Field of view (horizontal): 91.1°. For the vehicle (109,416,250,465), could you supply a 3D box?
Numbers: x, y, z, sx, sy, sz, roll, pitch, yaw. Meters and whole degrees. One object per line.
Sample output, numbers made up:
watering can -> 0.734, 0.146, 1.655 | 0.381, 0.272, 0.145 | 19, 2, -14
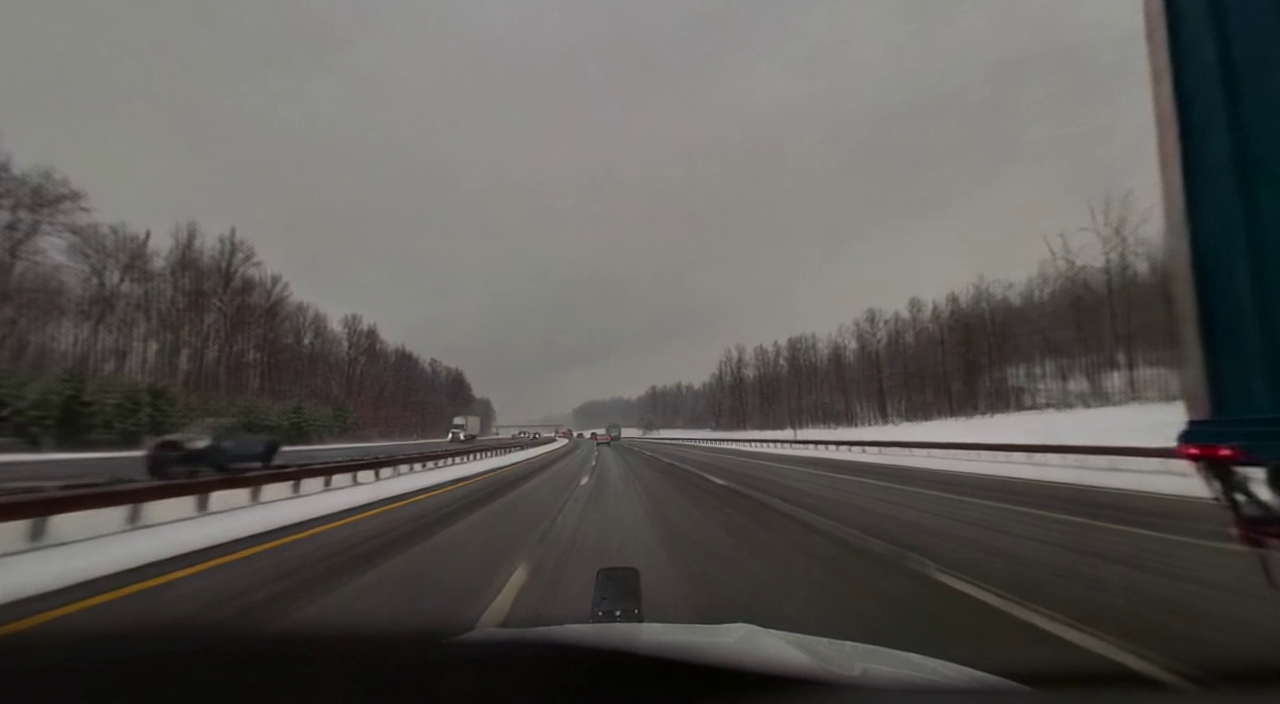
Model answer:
vehicle -> -16.977, 3.296, 23.519 | 1.921, 1.646, 4.593 | 0, -8, -2
